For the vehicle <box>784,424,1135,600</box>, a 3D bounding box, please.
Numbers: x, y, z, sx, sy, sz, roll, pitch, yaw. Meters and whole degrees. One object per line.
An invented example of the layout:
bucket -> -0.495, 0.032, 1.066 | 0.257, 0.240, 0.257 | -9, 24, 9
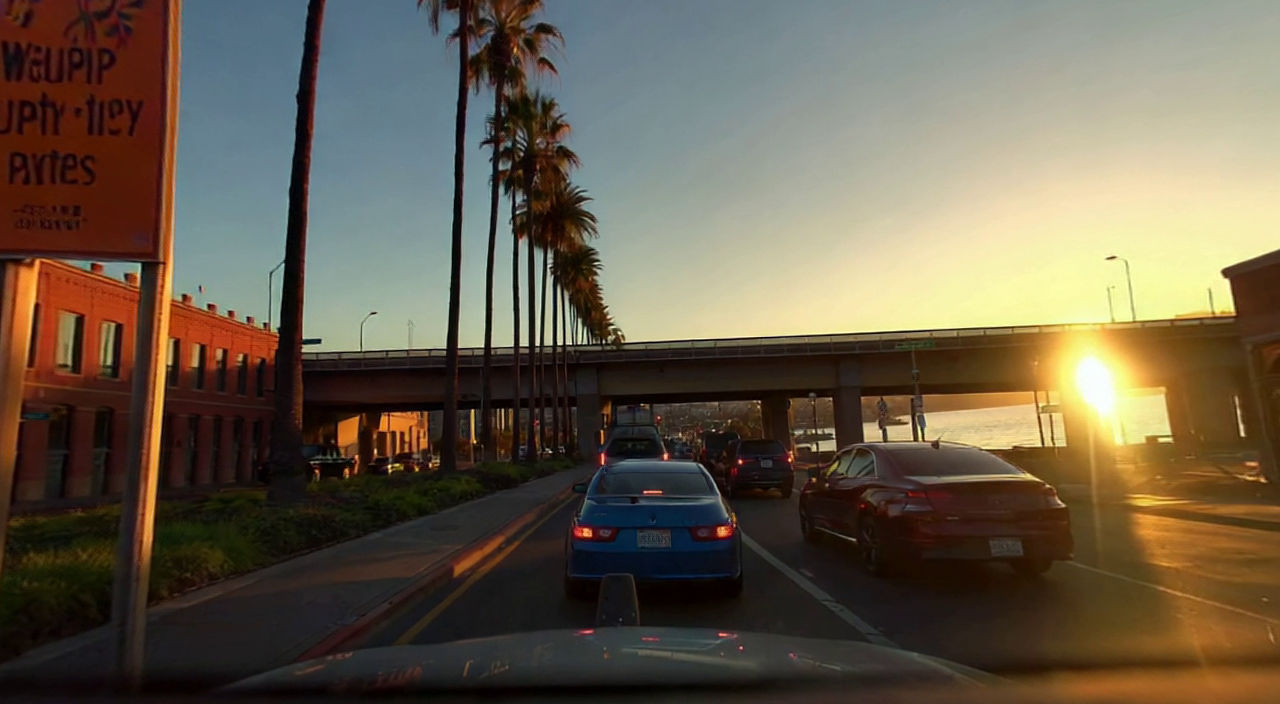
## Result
vehicle -> 3.265, 1.716, 7.707 | 1.920, 1.490, 4.417 | 0, -9, -1

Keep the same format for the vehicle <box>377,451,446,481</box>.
vehicle -> -14.951, 7.468, 41.652 | 2.104, 1.802, 4.852 | -2, -9, 9

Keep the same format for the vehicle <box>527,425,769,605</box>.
vehicle -> 0.059, 1.667, 7.277 | 2.048, 1.503, 3.681 | 0, -9, 0
